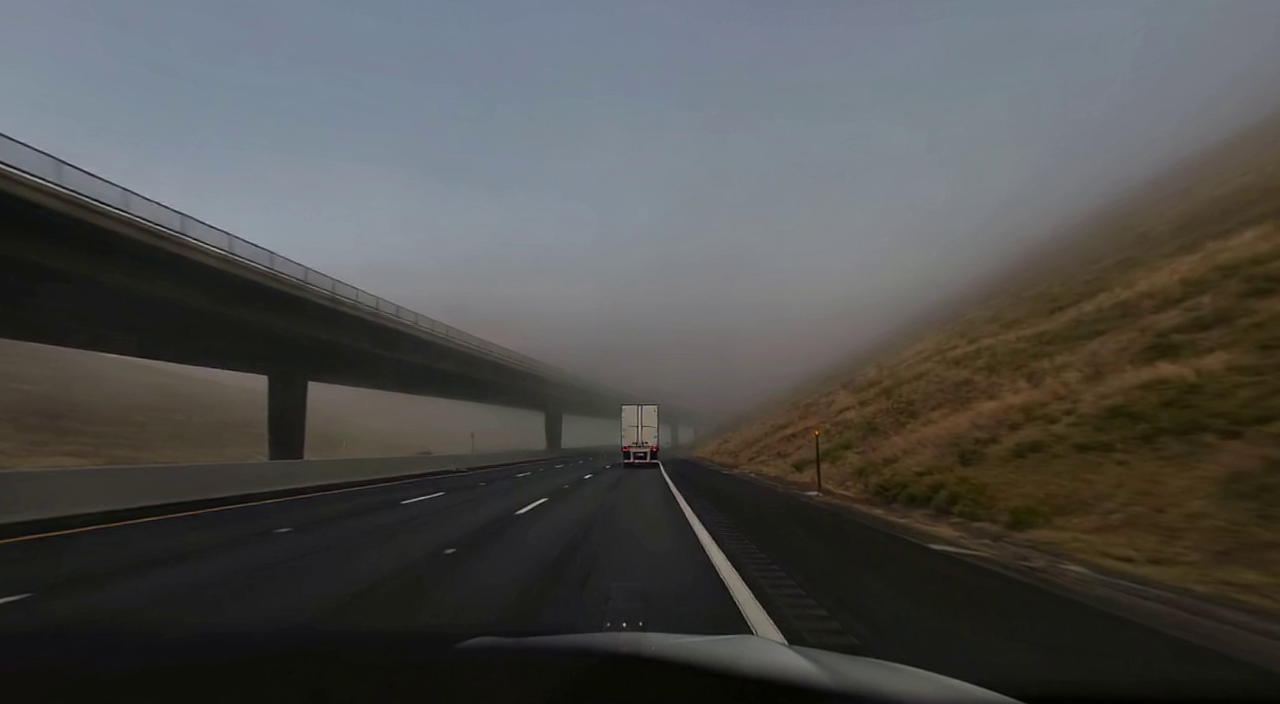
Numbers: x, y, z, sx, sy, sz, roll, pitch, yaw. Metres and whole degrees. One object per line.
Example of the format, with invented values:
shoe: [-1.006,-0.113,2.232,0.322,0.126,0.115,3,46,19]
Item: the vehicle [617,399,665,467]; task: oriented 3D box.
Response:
vehicle: [0.005,5.631,43.215,2.866,4.014,11.261,0,-8,-1]
